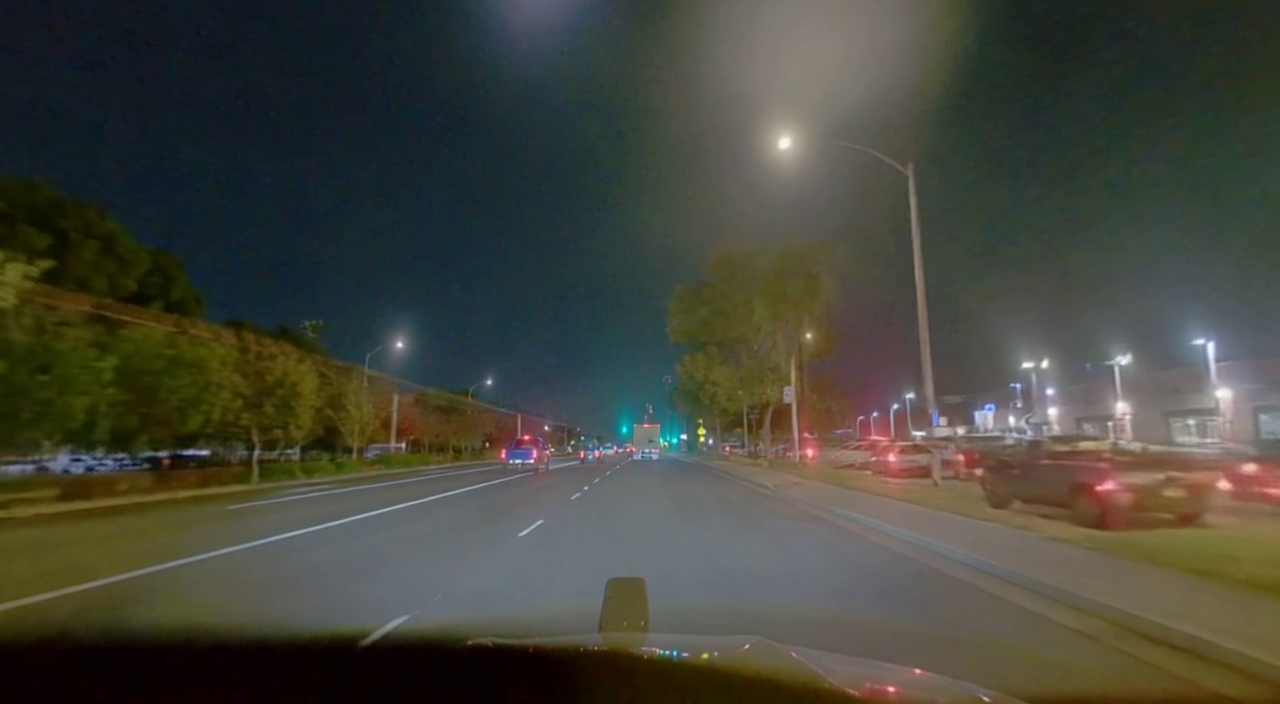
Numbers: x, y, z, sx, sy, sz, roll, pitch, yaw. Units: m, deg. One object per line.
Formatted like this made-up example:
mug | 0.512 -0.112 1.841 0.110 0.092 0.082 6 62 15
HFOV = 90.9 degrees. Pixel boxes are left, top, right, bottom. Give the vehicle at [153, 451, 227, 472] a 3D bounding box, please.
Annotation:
vehicle | -33.474 8.134 46.960 4.071 1.495 1.741 0 -8 -1

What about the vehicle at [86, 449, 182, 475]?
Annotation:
vehicle | -33.486 7.297 41.801 4.462 1.613 2.046 0 -9 -2

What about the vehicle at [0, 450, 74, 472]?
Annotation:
vehicle | -45.958 8.212 47.628 4.399 1.597 1.847 0 -9 0

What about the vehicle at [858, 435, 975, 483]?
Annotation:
vehicle | 9.561 3.734 22.329 2.097 1.497 4.685 0 -9 1

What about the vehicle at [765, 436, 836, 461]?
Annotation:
vehicle | 11.554 6.991 45.662 4.655 1.688 1.876 0 -9 1

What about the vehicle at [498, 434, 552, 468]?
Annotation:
vehicle | -6.782 5.942 37.911 2.149 1.893 5.187 0 -8 1

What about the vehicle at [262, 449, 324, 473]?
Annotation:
vehicle | -25.896 8.112 47.203 1.918 1.687 4.653 0 -9 1

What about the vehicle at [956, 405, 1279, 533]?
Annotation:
vehicle | 8.093 1.974 11.182 2.057 1.750 4.679 1 -9 -8
